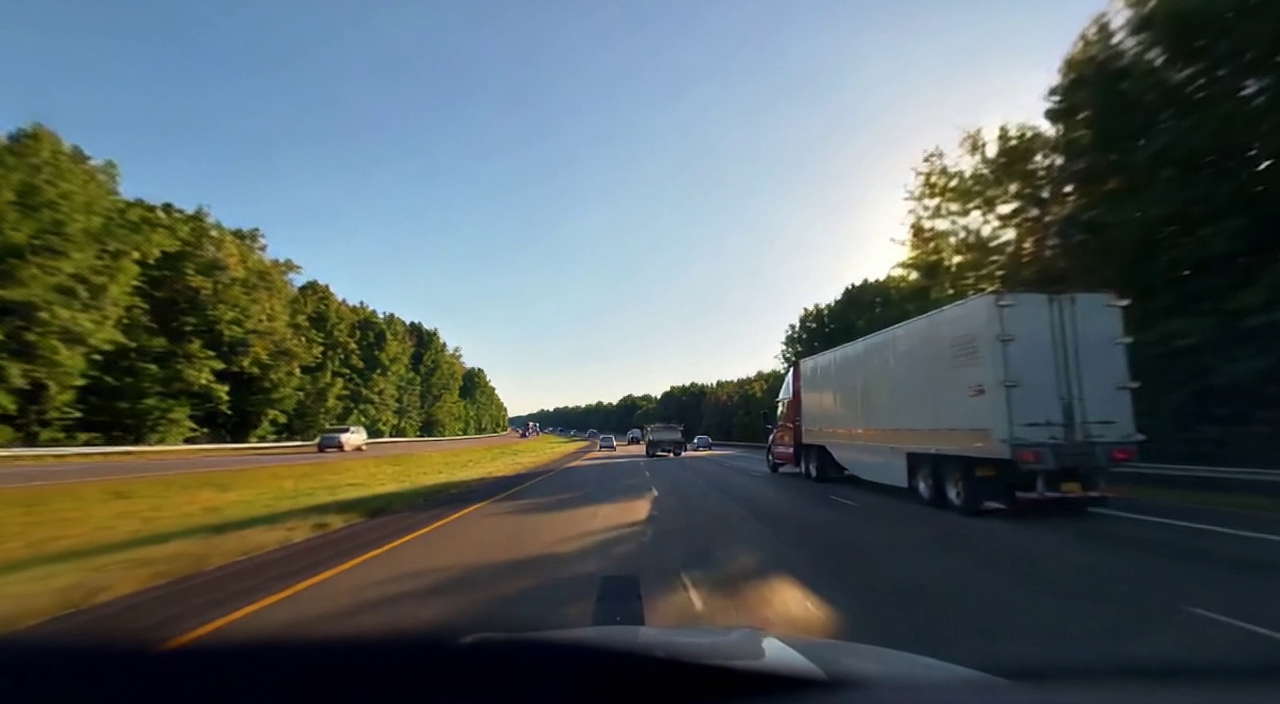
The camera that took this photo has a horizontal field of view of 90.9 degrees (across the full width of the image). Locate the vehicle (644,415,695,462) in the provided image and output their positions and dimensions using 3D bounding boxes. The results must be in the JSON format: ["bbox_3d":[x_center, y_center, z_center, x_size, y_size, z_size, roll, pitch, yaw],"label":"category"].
[{"bbox_3d":[1.600,4.991,36.600,2.436,2.521,5.409,0,-8,-3],"label":"vehicle"}]

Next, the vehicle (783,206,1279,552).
[{"bbox_3d":[6.412,1.162,14.318,2.904,4.054,14.017,0,-8,-1],"label":"vehicle"}]

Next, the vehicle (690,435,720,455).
[{"bbox_3d":[4.954,7.194,48.718,1.821,1.468,3.805,0,-8,-2],"label":"vehicle"}]
